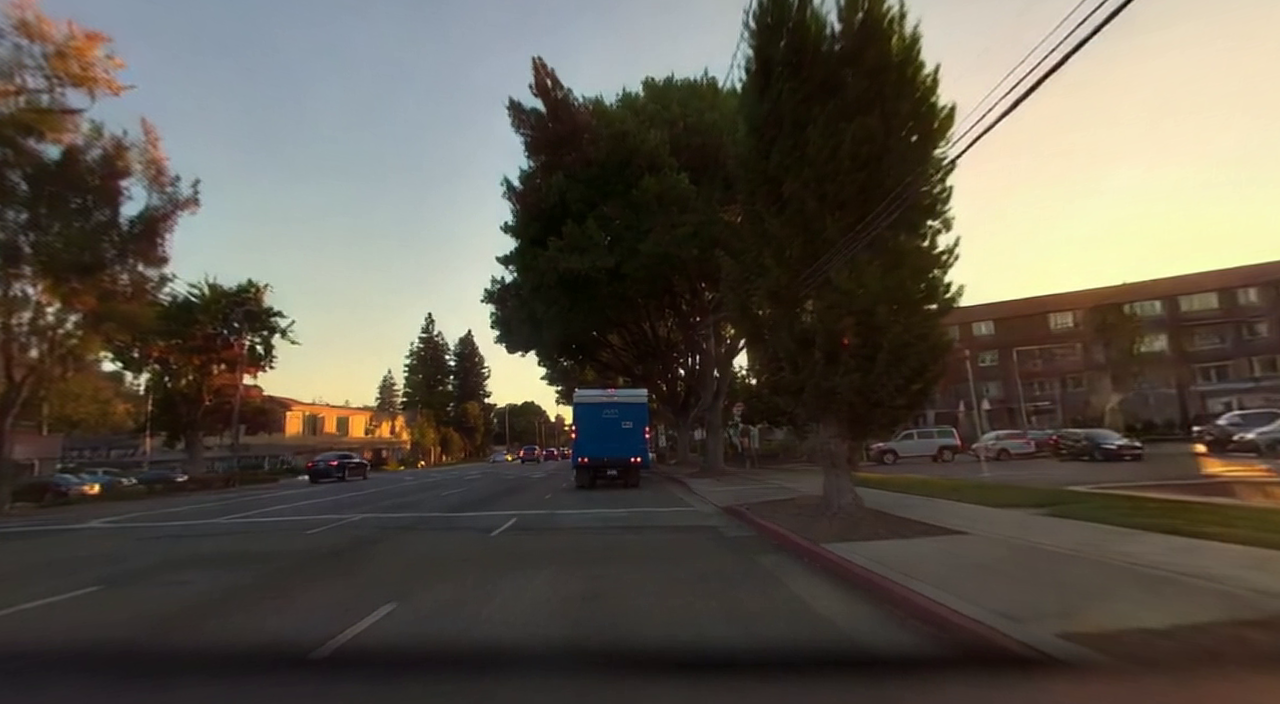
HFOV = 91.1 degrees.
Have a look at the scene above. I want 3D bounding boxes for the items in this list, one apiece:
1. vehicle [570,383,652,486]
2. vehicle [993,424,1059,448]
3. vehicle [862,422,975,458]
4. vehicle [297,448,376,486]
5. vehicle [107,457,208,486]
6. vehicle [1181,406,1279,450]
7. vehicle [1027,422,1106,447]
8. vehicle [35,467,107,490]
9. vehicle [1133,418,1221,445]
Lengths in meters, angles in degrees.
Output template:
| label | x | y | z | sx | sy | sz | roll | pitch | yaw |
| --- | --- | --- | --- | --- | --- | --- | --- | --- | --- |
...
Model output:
| label | x | y | z | sx | sy | sz | roll | pitch | yaw |
| --- | --- | --- | --- | --- | --- | --- | --- | --- | --- |
| vehicle | -1.167 | 3.593 | 26.757 | 2.905 | 3.644 | 8.807 | 0 | -9 | -2 |
| vehicle | 25.995 | 5.688 | 42.321 | 3.313 | 1.373 | 1.590 | -2 | -10 | -2 |
| vehicle | 12.742 | 4.034 | 28.888 | 4.321 | 1.579 | 1.823 | 0 | -8 | -2 |
| vehicle | -14.847 | 5.614 | 31.037 | 1.958 | 1.672 | 4.283 | 0 | -9 | -4 |
| vehicle | -35.467 | 8.806 | 46.288 | 5.452 | 1.994 | 2.312 | 0 | -9 | -1 |
| vehicle | 25.811 | 3.198 | 26.143 | 4.609 | 1.729 | 2.098 | 0 | -8 | -2 |
| vehicle | 25.111 | 4.879 | 37.009 | 3.537 | 1.393 | 1.581 | 0 | -10 | -3 |
| vehicle | -40.879 | 9.057 | 45.147 | 1.645 | 1.416 | 3.497 | -5 | -10 | 37 |
| vehicle | 31.728 | 4.709 | 37.153 | 3.709 | 1.502 | 1.806 | 1 | -7 | -6 |
